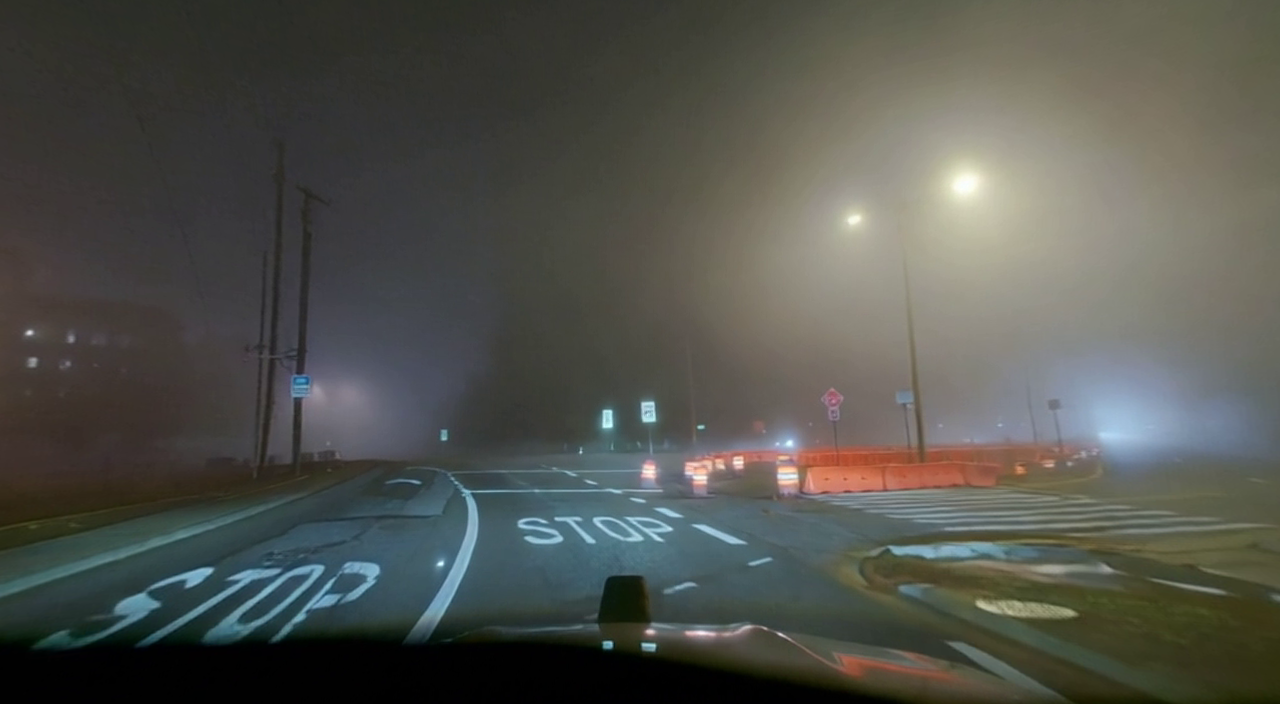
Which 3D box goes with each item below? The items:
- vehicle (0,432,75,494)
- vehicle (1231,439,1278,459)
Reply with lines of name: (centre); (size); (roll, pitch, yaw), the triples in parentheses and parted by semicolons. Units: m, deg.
vehicle: (-19.329, 3.425, 19.623); (2.159, 1.734, 4.292); (9, -12, -44)
vehicle: (45.954, 7.251, 47.175); (1.752, 1.399, 4.468); (-6, -11, 35)
